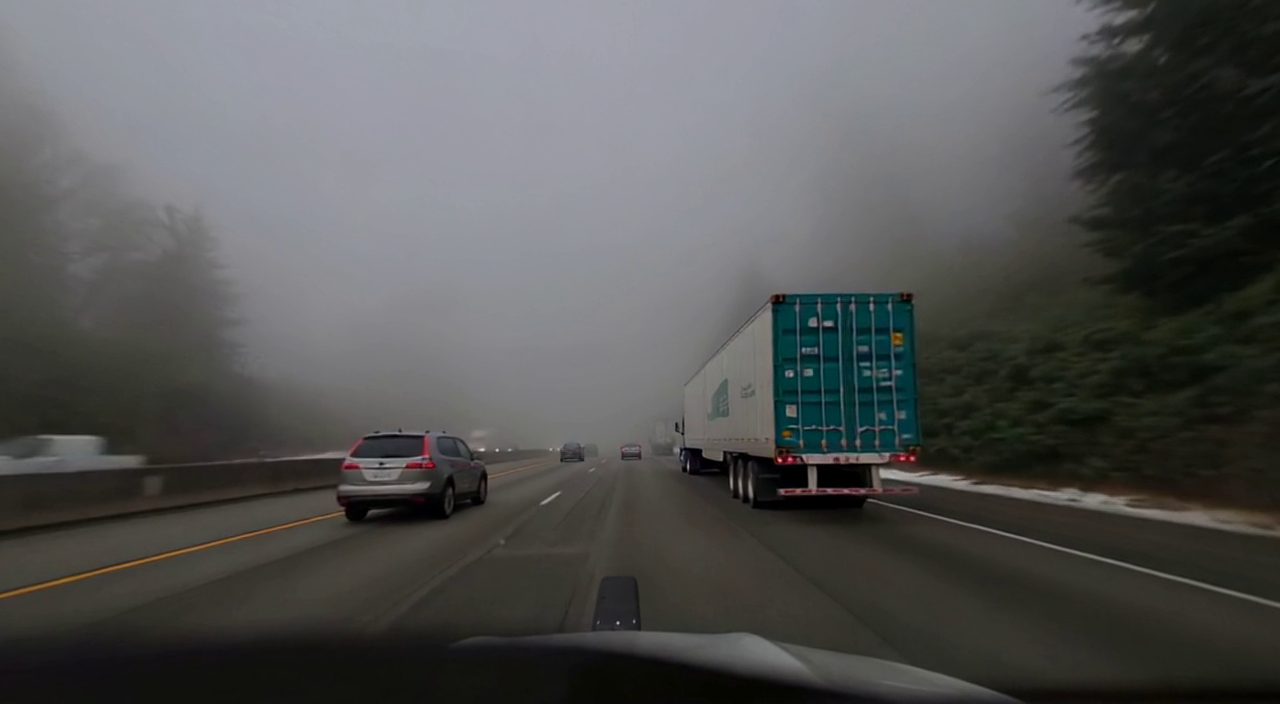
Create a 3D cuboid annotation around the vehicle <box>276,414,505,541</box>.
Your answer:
[{"bbox_3d":[-3.831,1.983,10.690,2.054,1.671,4.445,0,-8,0],"label":"vehicle"}]

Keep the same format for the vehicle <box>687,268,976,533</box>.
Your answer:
[{"bbox_3d":[3.424,1.664,16.855,2.959,4.058,14.485,0,-8,-1],"label":"vehicle"}]

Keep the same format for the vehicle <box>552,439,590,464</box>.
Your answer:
[{"bbox_3d":[-4.391,6.365,40.489,2.021,1.514,4.190,0,-8,0],"label":"vehicle"}]

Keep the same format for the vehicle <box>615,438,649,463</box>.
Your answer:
[{"bbox_3d":[-0.536,6.460,41.517,2.088,1.567,4.240,0,-8,-1],"label":"vehicle"}]
